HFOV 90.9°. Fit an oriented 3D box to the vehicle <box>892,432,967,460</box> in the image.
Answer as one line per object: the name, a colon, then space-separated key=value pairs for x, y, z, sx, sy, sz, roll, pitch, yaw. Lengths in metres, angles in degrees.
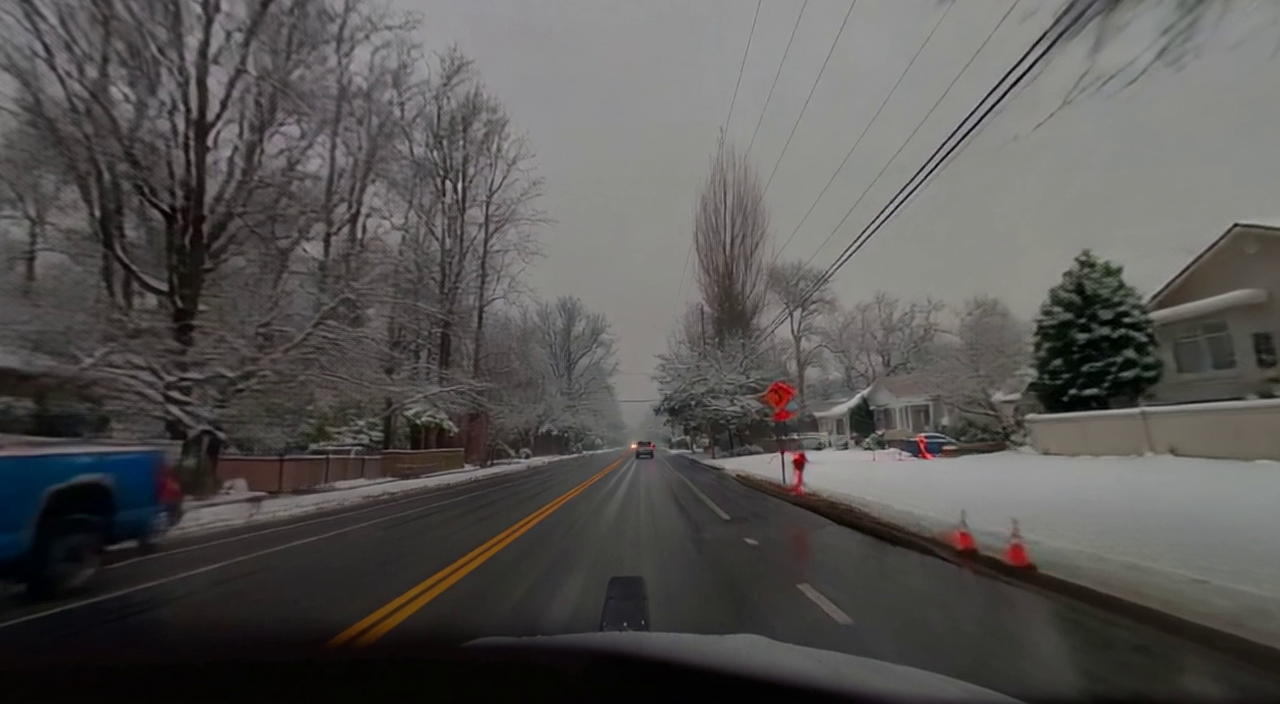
vehicle: x=17.040 y=5.544 z=37.185 sx=3.462 sy=1.576 sz=1.863 roll=1 pitch=-8 yaw=-4

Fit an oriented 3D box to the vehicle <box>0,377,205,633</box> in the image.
vehicle: x=-7.356 y=1.346 z=5.465 sx=2.517 sy=2.323 sz=5.205 roll=-3 pitch=-9 yaw=21
